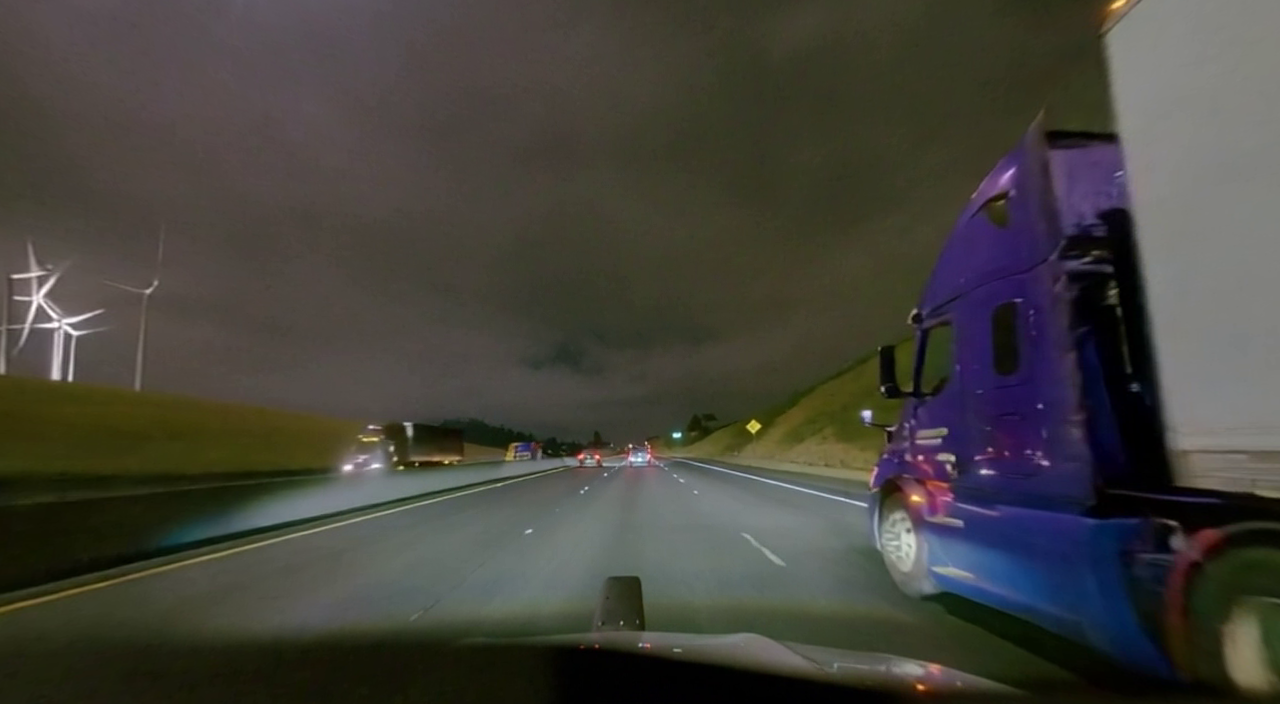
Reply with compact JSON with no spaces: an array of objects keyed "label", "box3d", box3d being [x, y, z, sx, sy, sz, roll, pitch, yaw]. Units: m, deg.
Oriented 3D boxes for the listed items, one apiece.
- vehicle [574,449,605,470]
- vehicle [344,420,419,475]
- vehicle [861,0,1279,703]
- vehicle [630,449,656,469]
[{"label":"vehicle","box3d":[-3.720,8.016,47.278,1.952,1.521,4.095,0,-9,1]},{"label":"vehicle","box3d":[-19.147,7.134,47.230,2.992,3.809,5.910,0,-9,0]},{"label":"vehicle","box3d":[3.734,-0.068,3.155,2.983,3.940,5.919,0,-9,0]},{"label":"vehicle","box3d":[0.205,8.065,47.713,1.931,1.453,3.695,0,-9,0]}]
